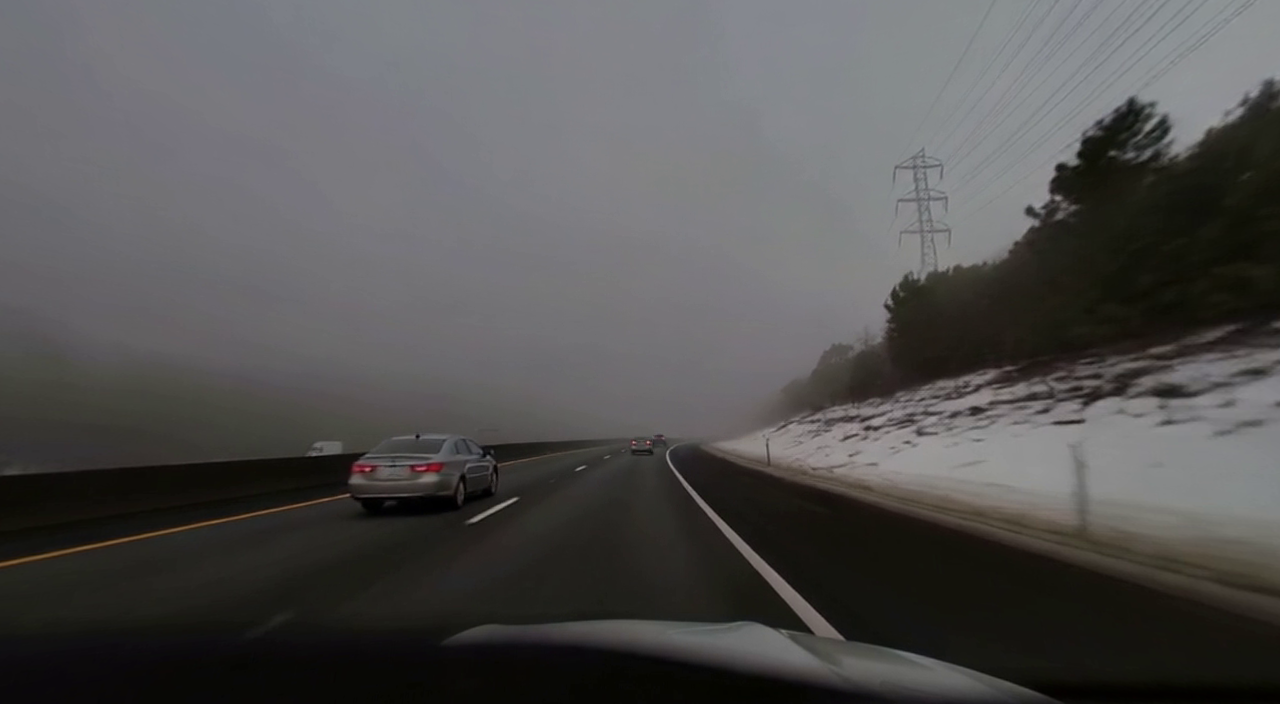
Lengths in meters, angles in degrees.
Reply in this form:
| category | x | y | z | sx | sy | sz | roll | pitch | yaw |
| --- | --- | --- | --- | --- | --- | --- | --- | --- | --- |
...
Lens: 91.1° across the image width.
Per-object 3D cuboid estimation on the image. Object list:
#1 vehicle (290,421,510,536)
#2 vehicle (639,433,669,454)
| category | x | y | z | sx | sy | sz | roll | pitch | yaw |
| --- | --- | --- | --- | --- | --- | --- | --- | --- | --- |
| vehicle | -3.663 | 1.983 | 10.610 | 2.030 | 1.522 | 4.250 | 0 | -8 | 0 |
| vehicle | 1.109 | 6.897 | 47.552 | 2.077 | 1.523 | 4.206 | 0 | -8 | 3 |
